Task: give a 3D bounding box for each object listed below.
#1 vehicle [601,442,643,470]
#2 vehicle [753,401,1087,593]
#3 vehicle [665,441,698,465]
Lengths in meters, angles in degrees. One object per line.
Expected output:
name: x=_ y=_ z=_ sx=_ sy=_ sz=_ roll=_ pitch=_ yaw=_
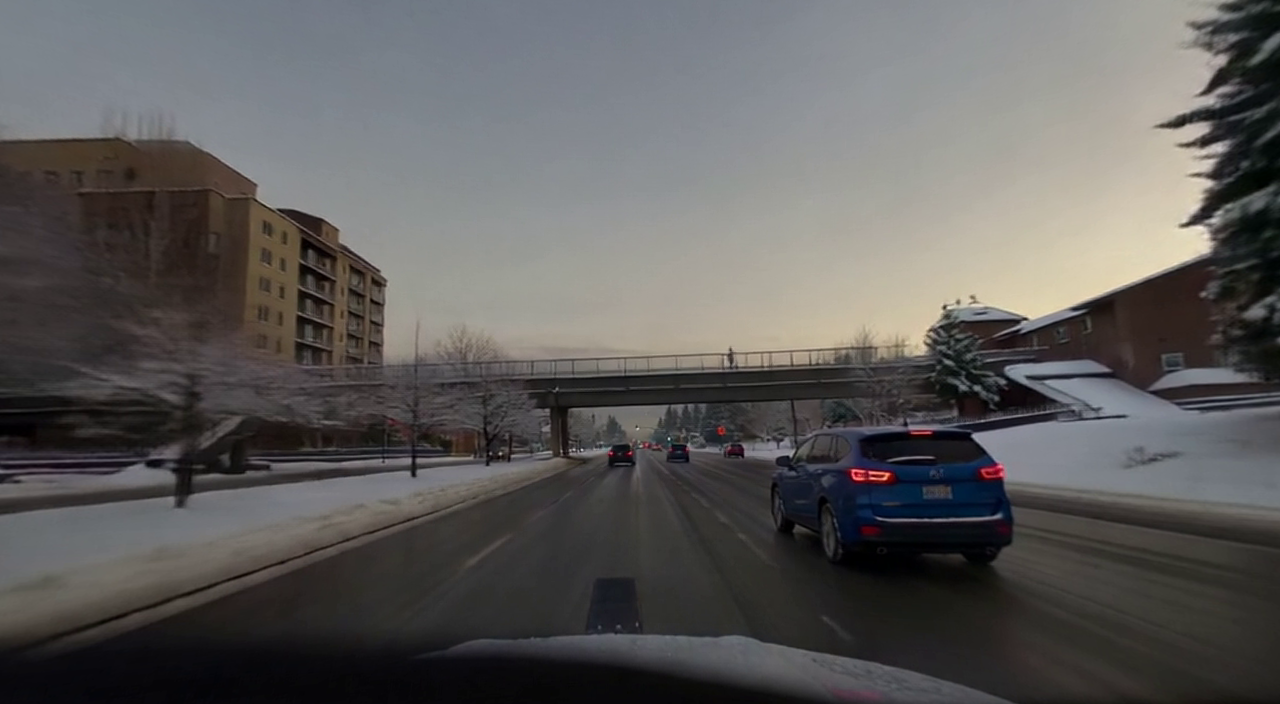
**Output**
vehicle: x=-0.992 y=6.016 z=36.748 sx=2.173 sy=1.498 sz=4.528 roll=0 pitch=-8 yaw=1
vehicle: x=2.977 y=1.662 z=8.168 sx=2.130 sy=1.741 sz=4.665 roll=0 pitch=-8 yaw=0
vehicle: x=3.089 y=7.611 z=47.930 sx=2.165 sy=1.708 sz=3.928 roll=0 pitch=-8 yaw=-2
